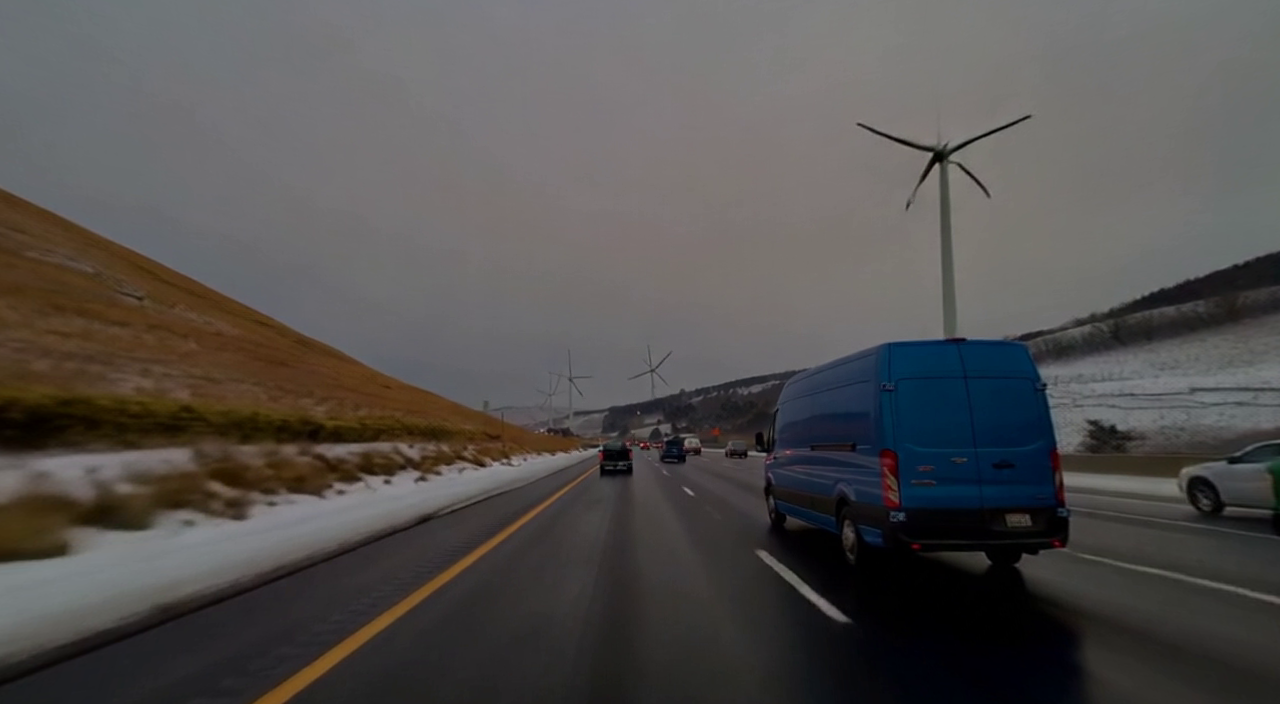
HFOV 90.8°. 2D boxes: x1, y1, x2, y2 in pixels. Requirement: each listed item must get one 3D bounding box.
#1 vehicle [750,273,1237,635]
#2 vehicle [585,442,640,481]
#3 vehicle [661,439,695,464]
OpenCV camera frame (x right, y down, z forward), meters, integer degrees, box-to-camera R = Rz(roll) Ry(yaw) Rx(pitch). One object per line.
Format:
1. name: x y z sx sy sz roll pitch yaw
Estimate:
1. vehicle: 3.026 1.125 7.500 2.365 2.630 5.754 0 -9 0
2. vehicle: -1.071 4.417 25.820 2.082 1.445 3.826 0 -8 -1
3. vehicle: 2.673 7.185 45.612 2.108 1.717 3.996 0 -9 -2
